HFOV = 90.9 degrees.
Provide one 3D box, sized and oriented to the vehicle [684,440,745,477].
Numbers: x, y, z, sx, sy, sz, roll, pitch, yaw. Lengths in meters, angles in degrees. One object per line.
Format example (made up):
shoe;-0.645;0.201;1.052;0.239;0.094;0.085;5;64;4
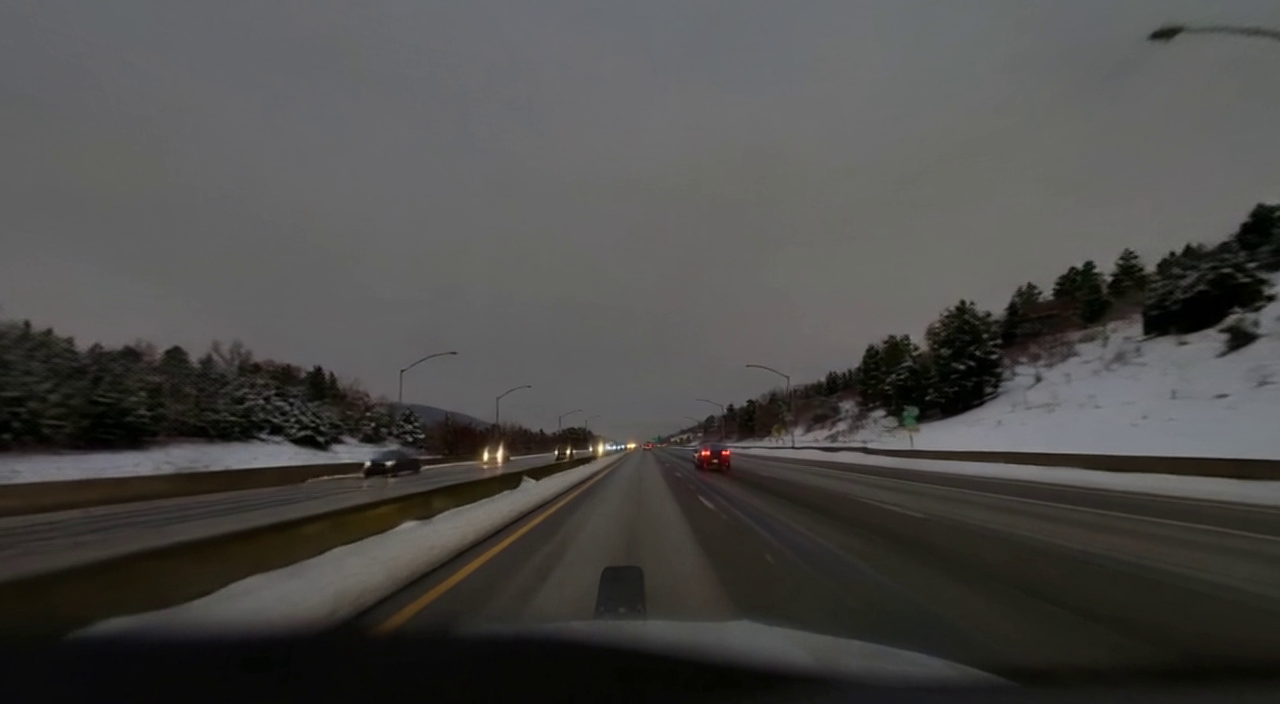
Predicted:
vehicle;3.027;4.460;26.669;2.044;1.444;4.216;0;-8;0

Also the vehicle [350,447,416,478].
vehicle;-15.266;6.569;37.721;1.967;1.691;4.497;0;-8;1
